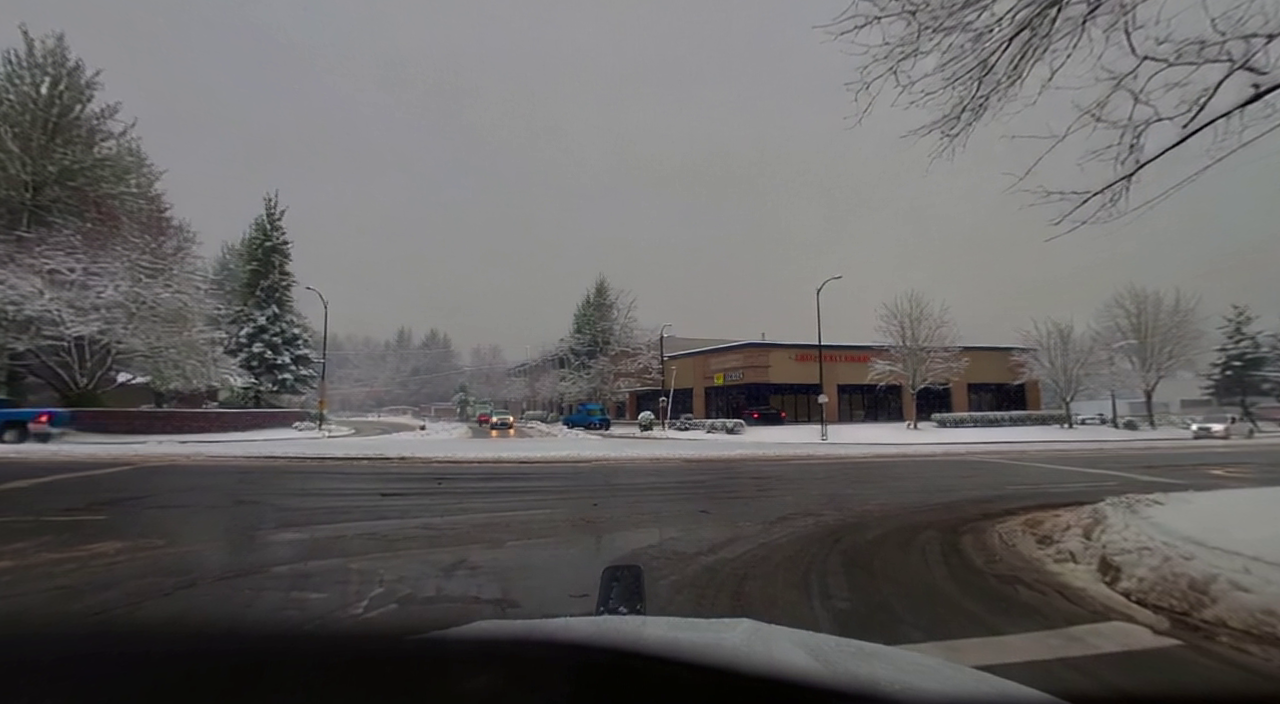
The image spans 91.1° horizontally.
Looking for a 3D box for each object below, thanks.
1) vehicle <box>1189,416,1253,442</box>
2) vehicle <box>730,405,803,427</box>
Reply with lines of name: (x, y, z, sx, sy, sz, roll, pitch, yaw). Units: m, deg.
vehicle: (43.267, 5.752, 46.703, 5.333, 1.837, 2.124, 5, -10, -34)
vehicle: (8.927, 4.527, 44.385, 4.674, 1.483, 1.745, 1, -8, -7)
